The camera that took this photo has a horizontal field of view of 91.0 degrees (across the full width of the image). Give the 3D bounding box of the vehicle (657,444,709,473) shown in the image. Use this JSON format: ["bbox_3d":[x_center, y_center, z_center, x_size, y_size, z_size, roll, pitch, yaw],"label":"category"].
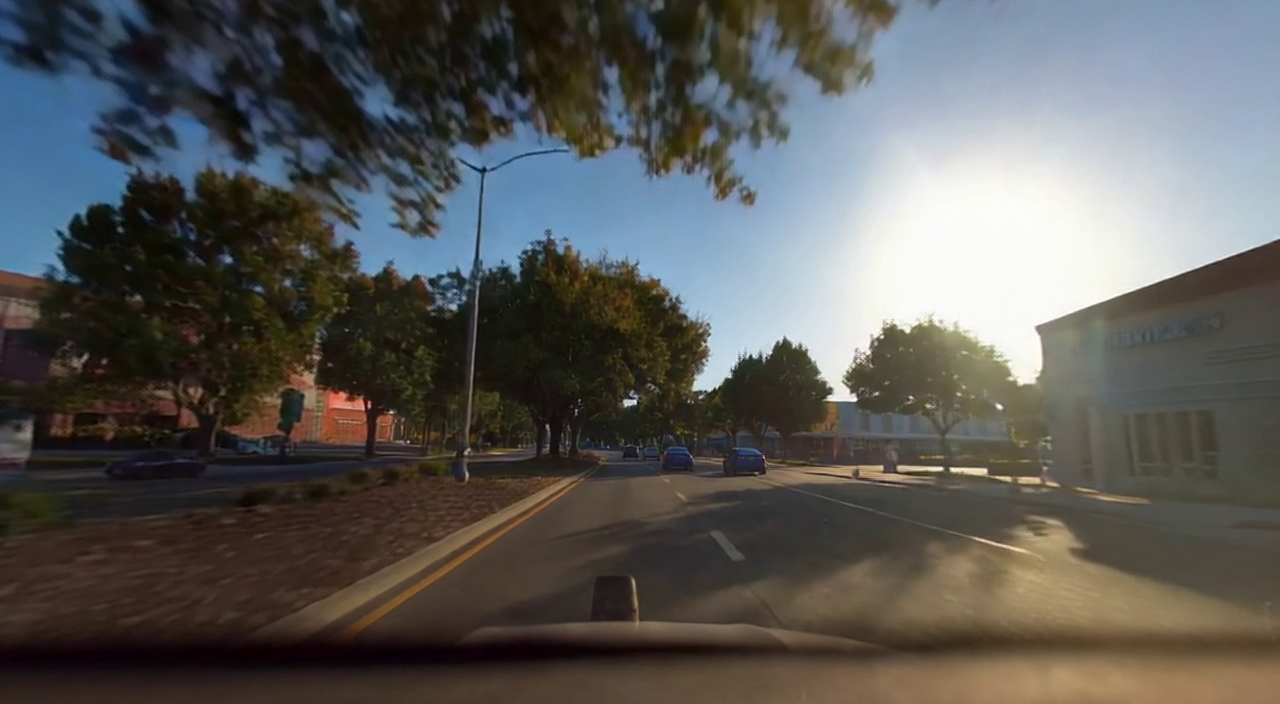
[{"bbox_3d":[2.244,5.783,34.312,2.256,1.451,4.313,1,-9,-3],"label":"vehicle"}]

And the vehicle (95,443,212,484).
[{"bbox_3d":[-19.867,4.543,25.934,1.730,1.516,3.847,0,-9,0],"label":"vehicle"}]

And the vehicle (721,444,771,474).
[{"bbox_3d":[5.827,5.923,35.098,1.886,1.528,4.169,1,-9,-2],"label":"vehicle"}]
